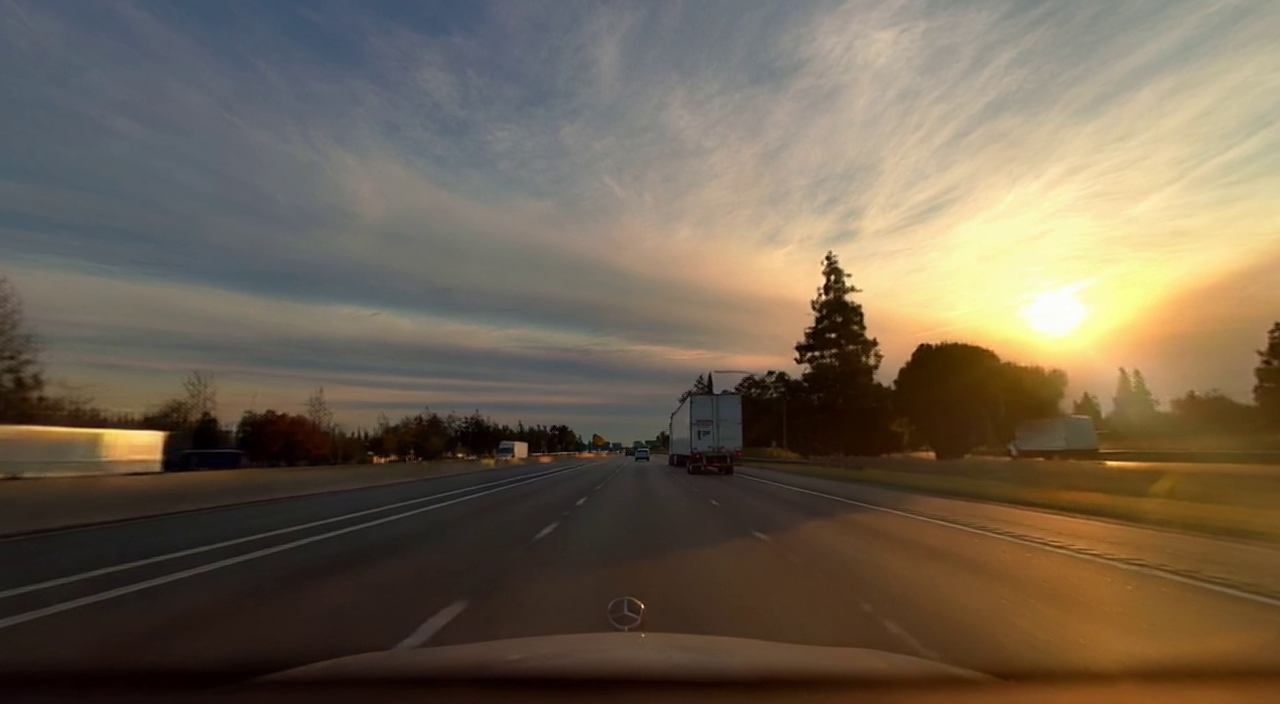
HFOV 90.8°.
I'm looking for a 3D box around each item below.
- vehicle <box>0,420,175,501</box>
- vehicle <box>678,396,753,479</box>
[{"bbox_3d":[-33.446,6.083,35.480,3.313,3.977,14.449,0,-9,2],"label":"vehicle"},{"bbox_3d":[4.320,5.393,39.243,3.058,4.312,12.251,0,-9,0],"label":"vehicle"}]
